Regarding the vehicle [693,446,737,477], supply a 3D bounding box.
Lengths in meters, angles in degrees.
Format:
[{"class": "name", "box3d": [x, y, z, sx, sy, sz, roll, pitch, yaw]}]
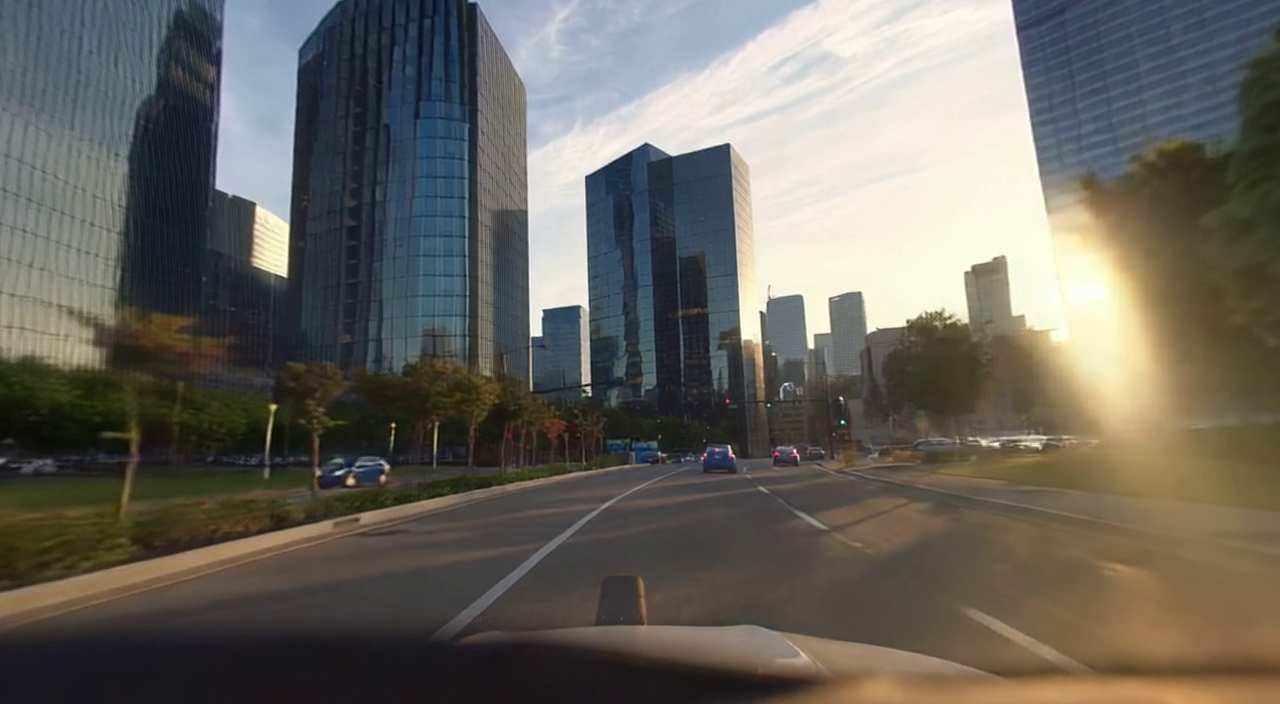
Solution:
[{"class": "vehicle", "box3d": [4.060, 5.799, 33.553, 2.127, 1.497, 4.020, -2, -9, 9]}]

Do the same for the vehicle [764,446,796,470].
[{"class": "vehicle", "box3d": [9.127, 6.968, 41.367, 1.916, 1.492, 3.911, -2, -9, 11]}]

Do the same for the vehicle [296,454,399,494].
[{"class": "vehicle", "box3d": [-13.234, 5.528, 28.892, 1.926, 1.619, 4.649, -2, -9, 9]}]
